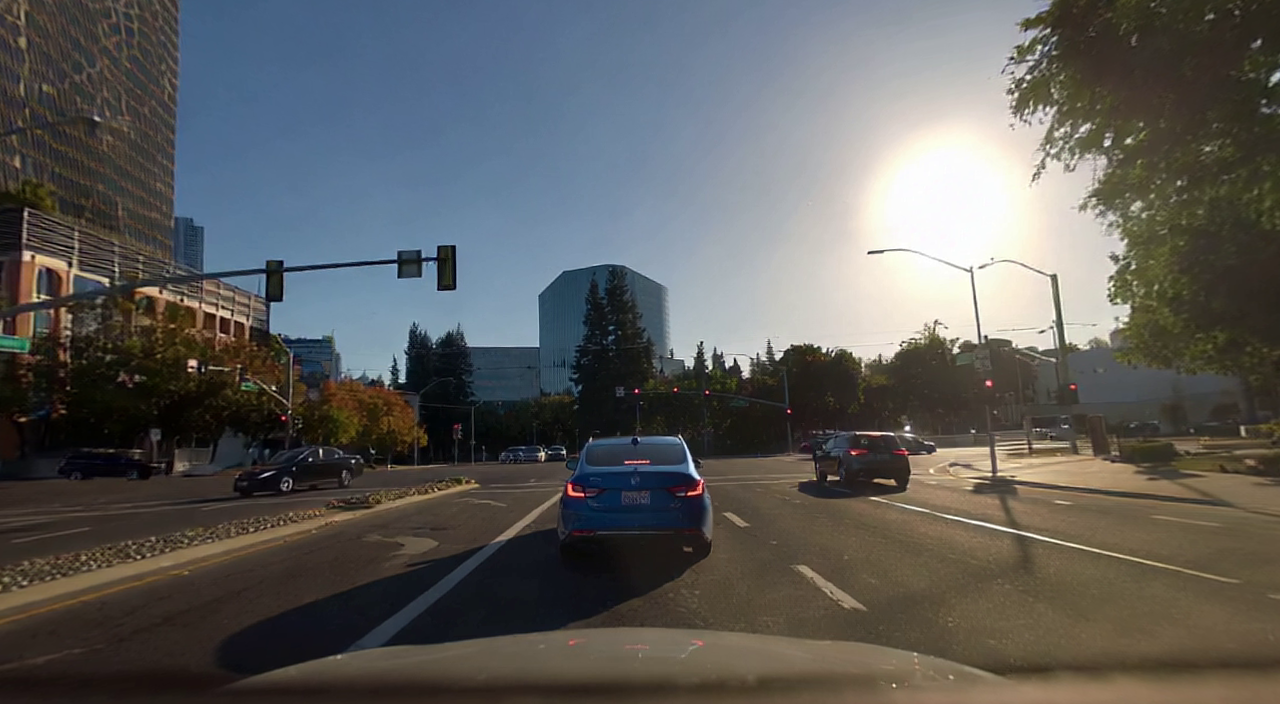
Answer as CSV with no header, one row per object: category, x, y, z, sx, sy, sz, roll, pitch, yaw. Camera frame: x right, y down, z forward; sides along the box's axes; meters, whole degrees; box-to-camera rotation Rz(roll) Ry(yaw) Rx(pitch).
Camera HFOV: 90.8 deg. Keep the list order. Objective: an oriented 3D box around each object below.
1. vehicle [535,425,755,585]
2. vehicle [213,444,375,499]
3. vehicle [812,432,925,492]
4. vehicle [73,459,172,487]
vehicle,-0.010,1.761,8.141,2.070,1.488,4.206,0,-8,-2
vehicle,-12.192,4.183,22.672,2.097,1.710,4.649,-4,-9,24
vehicle,7.055,3.438,20.075,2.039,1.692,4.319,0,-8,1
vehicle,-32.385,7.553,39.637,4.401,1.625,1.863,0,-8,-4
